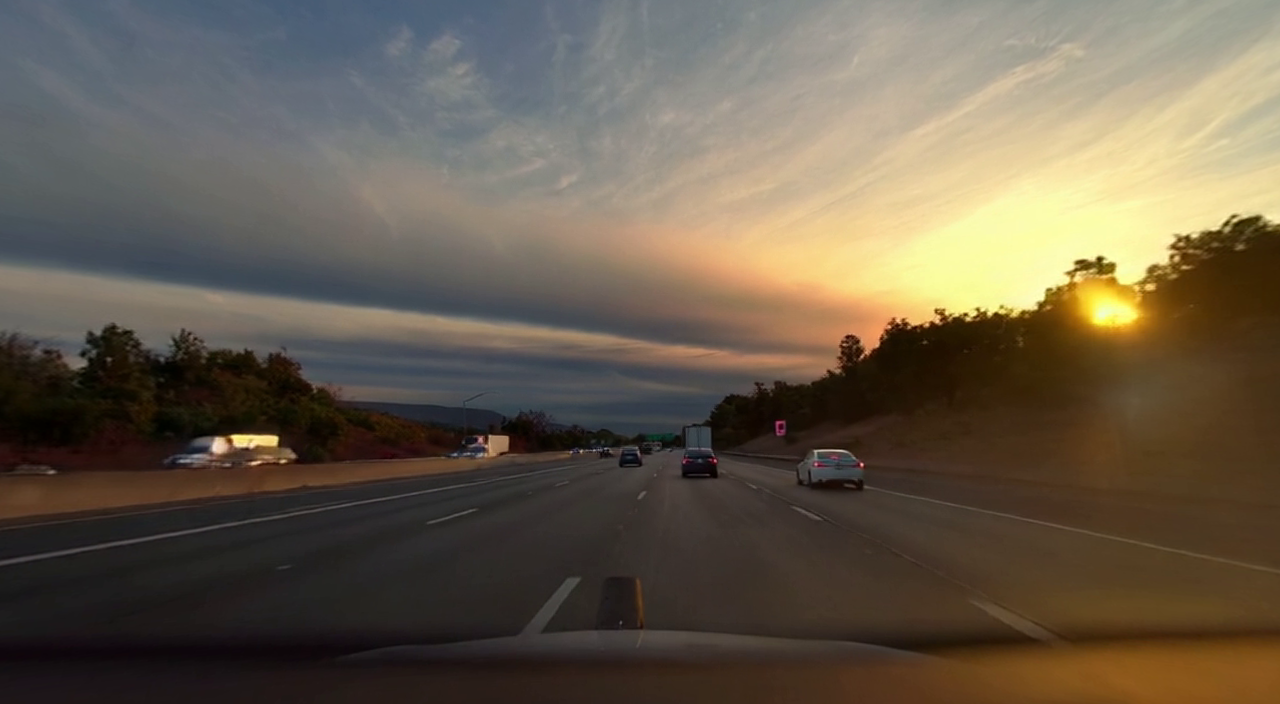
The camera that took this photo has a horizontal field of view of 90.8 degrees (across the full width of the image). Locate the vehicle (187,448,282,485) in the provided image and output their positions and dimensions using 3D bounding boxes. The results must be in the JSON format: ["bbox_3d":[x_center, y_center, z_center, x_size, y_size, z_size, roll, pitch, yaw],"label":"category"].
[{"bbox_3d":[-16.147,4.549,25.335,1.503,1.364,3.224,-1,-9,4],"label":"vehicle"}]

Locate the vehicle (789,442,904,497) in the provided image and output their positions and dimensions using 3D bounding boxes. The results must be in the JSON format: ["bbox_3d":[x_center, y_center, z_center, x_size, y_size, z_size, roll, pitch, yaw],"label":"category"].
[{"bbox_3d":[6.202,3.561,19.655,2.146,1.482,4.665,0,-9,2],"label":"vehicle"}]

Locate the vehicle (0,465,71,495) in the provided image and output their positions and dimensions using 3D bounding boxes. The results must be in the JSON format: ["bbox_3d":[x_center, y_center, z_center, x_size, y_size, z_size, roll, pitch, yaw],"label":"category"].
[{"bbox_3d":[-31.498,6.537,32.441,1.427,1.302,3.196,-1,-9,4],"label":"vehicle"}]

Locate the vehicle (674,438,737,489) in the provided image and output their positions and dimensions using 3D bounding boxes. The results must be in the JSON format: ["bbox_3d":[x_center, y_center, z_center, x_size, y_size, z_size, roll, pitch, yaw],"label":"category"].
[{"bbox_3d":[2.363,4.137,23.799,2.103,1.717,4.399,0,-9,3],"label":"vehicle"}]

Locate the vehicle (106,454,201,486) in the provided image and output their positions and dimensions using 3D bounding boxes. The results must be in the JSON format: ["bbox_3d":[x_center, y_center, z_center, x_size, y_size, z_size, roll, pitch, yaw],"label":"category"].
[{"bbox_3d":[-23.142,5.607,30.211,1.637,1.402,3.406,-1,-9,4],"label":"vehicle"}]

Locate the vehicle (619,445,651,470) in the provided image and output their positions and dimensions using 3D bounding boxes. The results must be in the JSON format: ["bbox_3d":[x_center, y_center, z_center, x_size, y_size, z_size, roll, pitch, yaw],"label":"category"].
[{"bbox_3d":[-0.318,7.554,45.653,1.988,1.696,4.754,-1,-9,4],"label":"vehicle"}]
